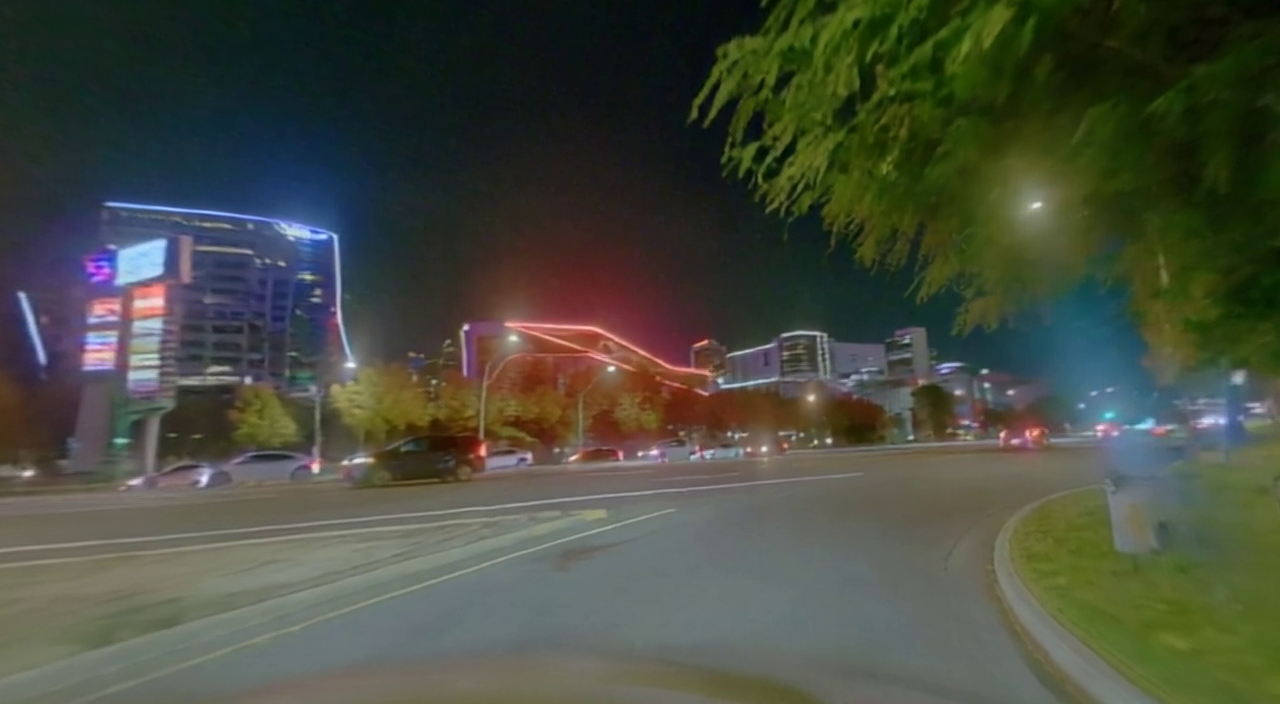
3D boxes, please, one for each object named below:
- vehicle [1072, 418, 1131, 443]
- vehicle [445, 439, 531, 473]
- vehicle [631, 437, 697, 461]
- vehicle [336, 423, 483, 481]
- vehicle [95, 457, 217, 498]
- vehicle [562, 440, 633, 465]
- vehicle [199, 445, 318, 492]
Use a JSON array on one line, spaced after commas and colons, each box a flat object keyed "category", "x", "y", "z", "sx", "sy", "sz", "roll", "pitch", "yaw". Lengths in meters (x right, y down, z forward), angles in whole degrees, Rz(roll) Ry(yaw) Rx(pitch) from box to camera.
[{"category": "vehicle", "x": 34.477, "y": 5.907, "z": 47.133, "sx": 4.496, "sy": 1.765, "sz": 2.059, "roll": 6, "pitch": -11, "yaw": -35}, {"category": "vehicle", "x": -8.984, "y": 6.241, "z": 37.553, "sx": 4.467, "sy": 1.625, "sz": 2.033, "roll": 10, "pitch": -19, "yaw": -38}, {"category": "vehicle", "x": 1.812, "y": 7.148, "z": 46.653, "sx": 4.727, "sy": 1.681, "sz": 1.926, "roll": 7, "pitch": -11, "yaw": -39}, {"category": "vehicle", "x": -10.173, "y": 4.595, "z": 28.283, "sx": 5.636, "sy": 2.053, "sz": 2.225, "roll": 11, "pitch": -20, "yaw": -37}, {"category": "vehicle", "x": -23.100, "y": 5.939, "z": 30.227, "sx": 4.493, "sy": 1.455, "sz": 1.946, "roll": 3, "pitch": -7, "yaw": -40}, {"category": "vehicle", "x": -2.837, "y": 6.801, "z": 42.616, "sx": 4.513, "sy": 1.582, "sz": 1.842, "roll": 7, "pitch": -11, "yaw": -39}, {"category": "vehicle", "x": -17.968, "y": 5.421, "z": 29.880, "sx": 4.510, "sy": 1.764, "sz": 1.947, "roll": 3, "pitch": -7, "yaw": -40}]
